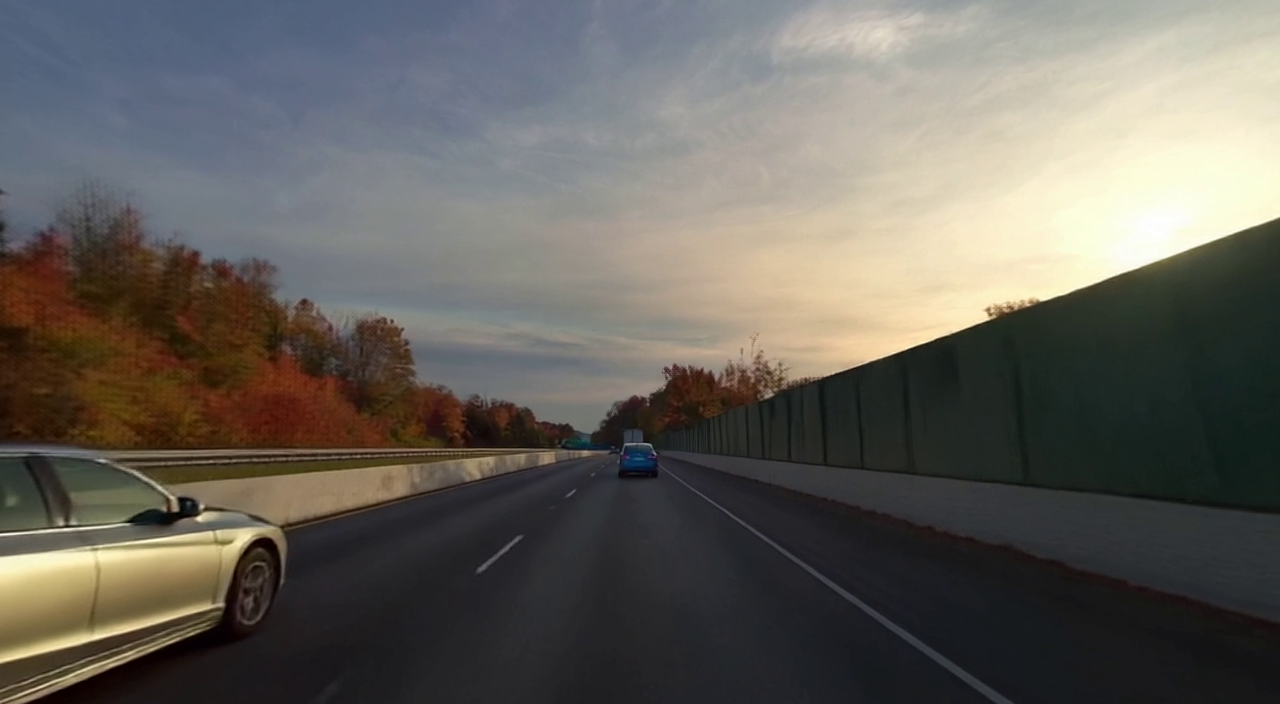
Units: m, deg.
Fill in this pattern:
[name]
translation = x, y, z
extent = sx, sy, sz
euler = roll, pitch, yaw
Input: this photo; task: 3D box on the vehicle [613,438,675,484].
[vehicle]
translation = 0.081, 3.950, 23.132
extent = 2.057, 1.516, 4.065
euler = 1, -8, -1
